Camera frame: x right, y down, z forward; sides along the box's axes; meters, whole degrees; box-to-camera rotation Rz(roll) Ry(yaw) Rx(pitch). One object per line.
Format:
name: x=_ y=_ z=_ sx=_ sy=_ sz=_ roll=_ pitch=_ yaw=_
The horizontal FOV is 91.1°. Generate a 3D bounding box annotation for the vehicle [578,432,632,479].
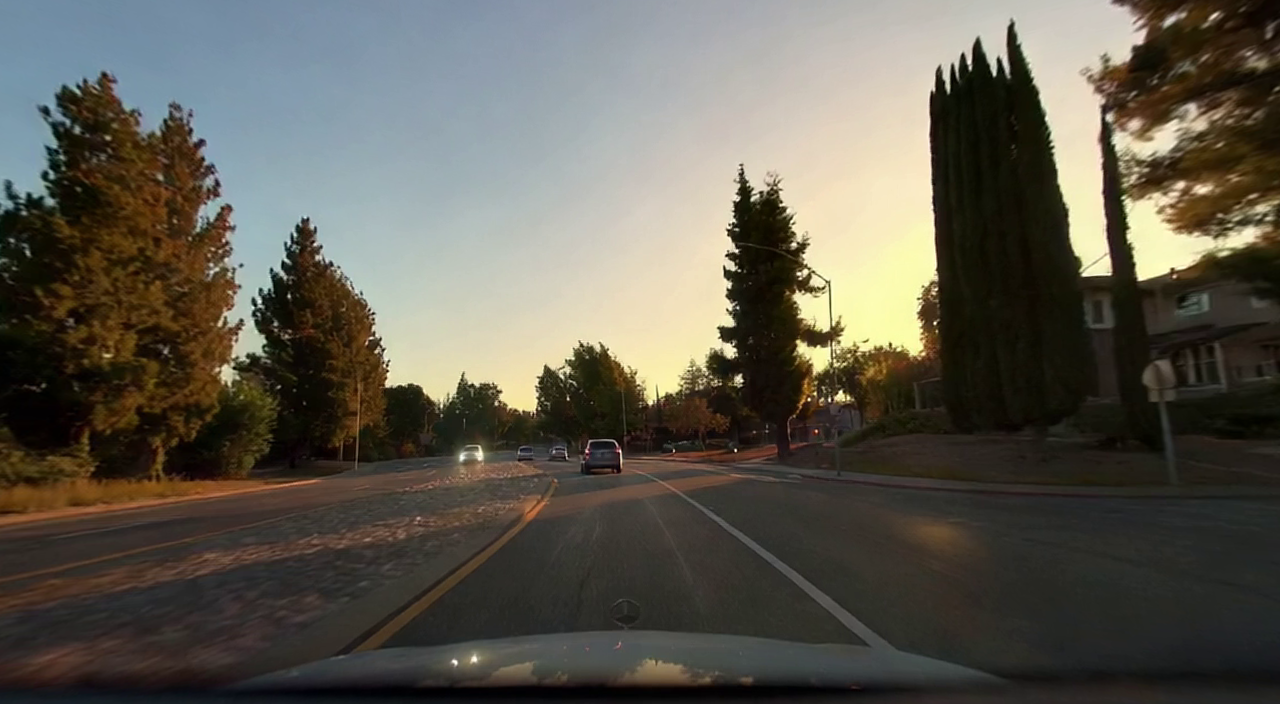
vehicle: x=-1.717 y=4.804 z=29.402 sx=2.072 sy=2.002 sz=4.391 roll=1 pitch=-9 yaw=-9
